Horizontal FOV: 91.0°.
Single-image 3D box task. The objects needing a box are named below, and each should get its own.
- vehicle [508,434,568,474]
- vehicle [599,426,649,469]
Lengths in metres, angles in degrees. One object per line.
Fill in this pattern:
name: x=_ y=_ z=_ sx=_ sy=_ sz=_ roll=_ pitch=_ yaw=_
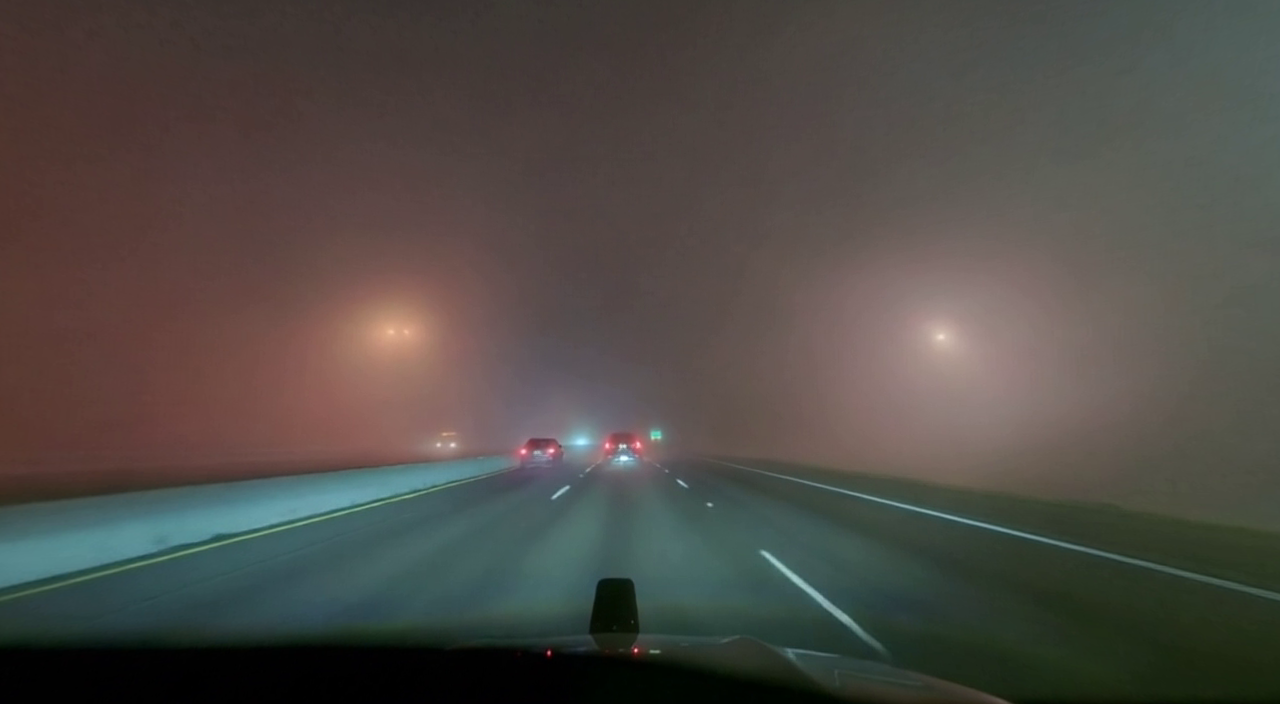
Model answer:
vehicle: x=-4.430 y=4.512 z=28.002 sx=2.039 sy=1.602 sz=4.317 roll=0 pitch=-8 yaw=-1
vehicle: x=-0.805 y=4.805 z=31.812 sx=2.382 sy=1.973 sz=4.439 roll=0 pitch=-8 yaw=-1
